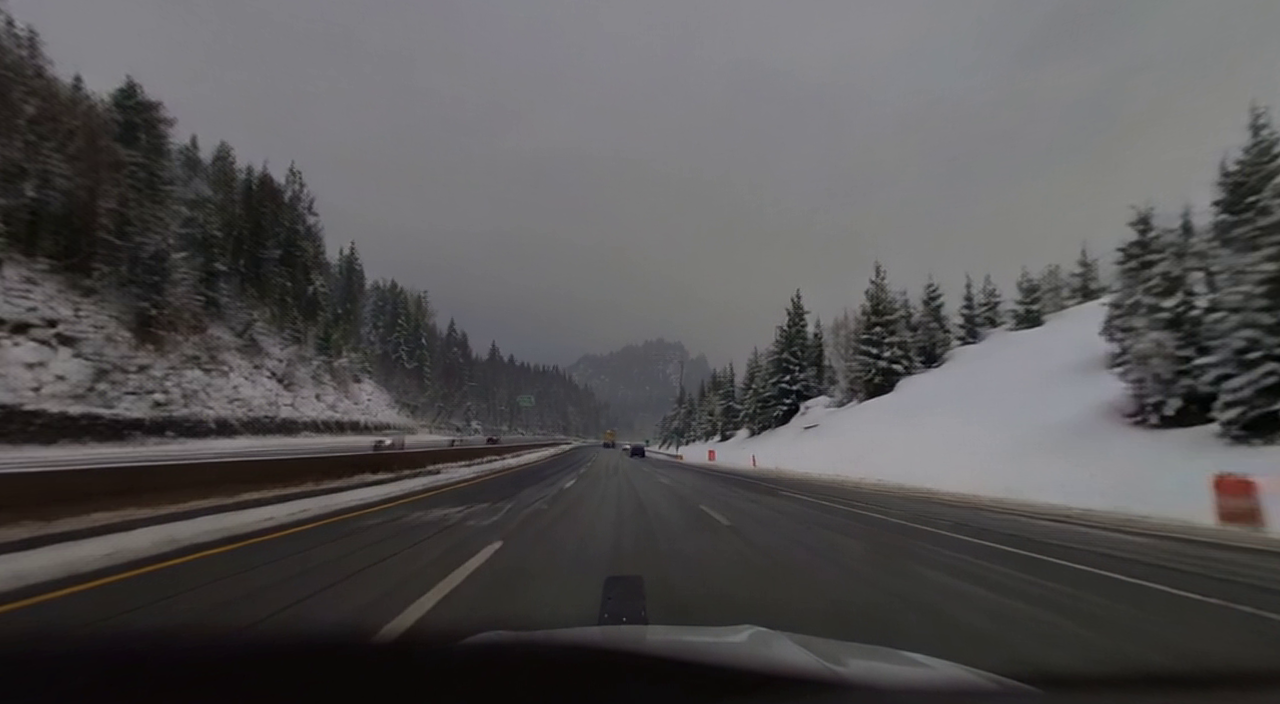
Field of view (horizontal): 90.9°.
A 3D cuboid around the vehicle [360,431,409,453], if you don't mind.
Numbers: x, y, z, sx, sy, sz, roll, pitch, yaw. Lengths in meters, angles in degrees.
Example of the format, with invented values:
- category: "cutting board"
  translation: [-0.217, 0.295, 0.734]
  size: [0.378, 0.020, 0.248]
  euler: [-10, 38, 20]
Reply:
- category: "vehicle"
  translation: [-20.069, 7.102, 49.748]
  size: [1.971, 1.640, 4.581]
  euler: [0, -9, -1]
